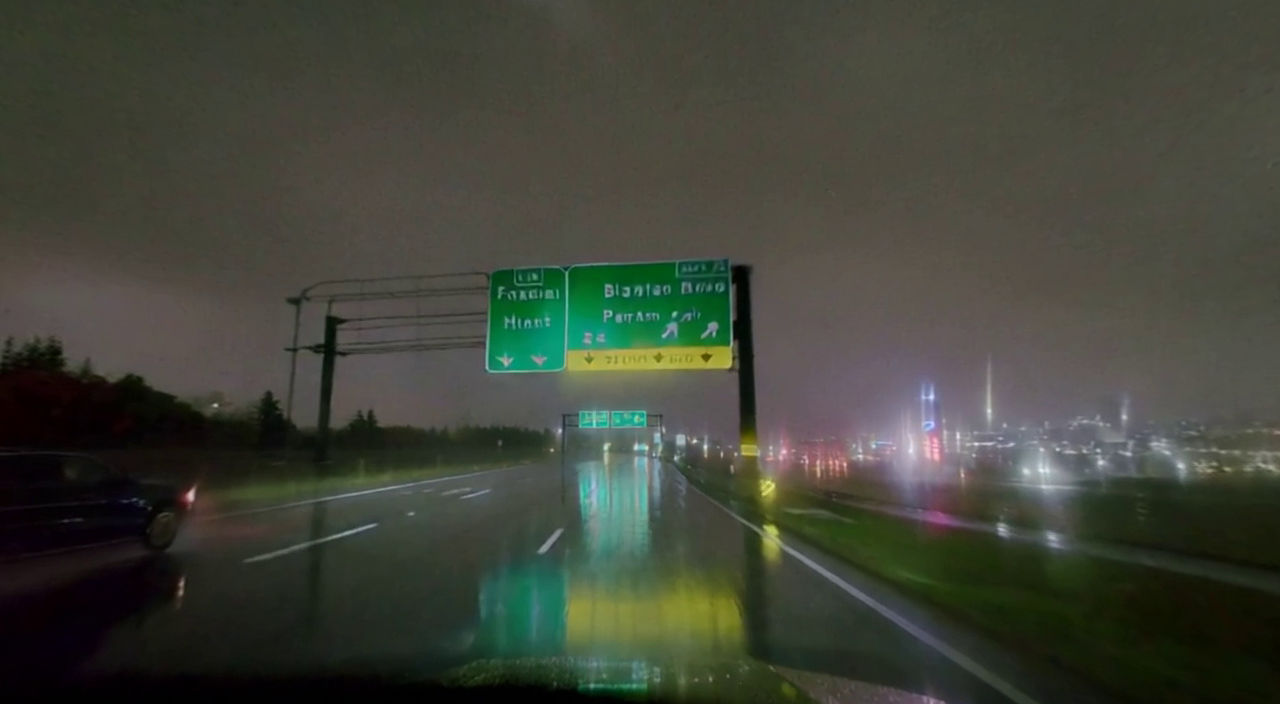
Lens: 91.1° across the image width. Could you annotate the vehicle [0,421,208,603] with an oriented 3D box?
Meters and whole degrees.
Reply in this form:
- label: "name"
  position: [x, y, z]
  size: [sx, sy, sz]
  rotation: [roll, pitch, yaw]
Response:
- label: "vehicle"
  position: [-6.629, 1.469, 5.856]
  size: [2.034, 1.578, 4.488]
  rotation: [-1, -9, -1]
